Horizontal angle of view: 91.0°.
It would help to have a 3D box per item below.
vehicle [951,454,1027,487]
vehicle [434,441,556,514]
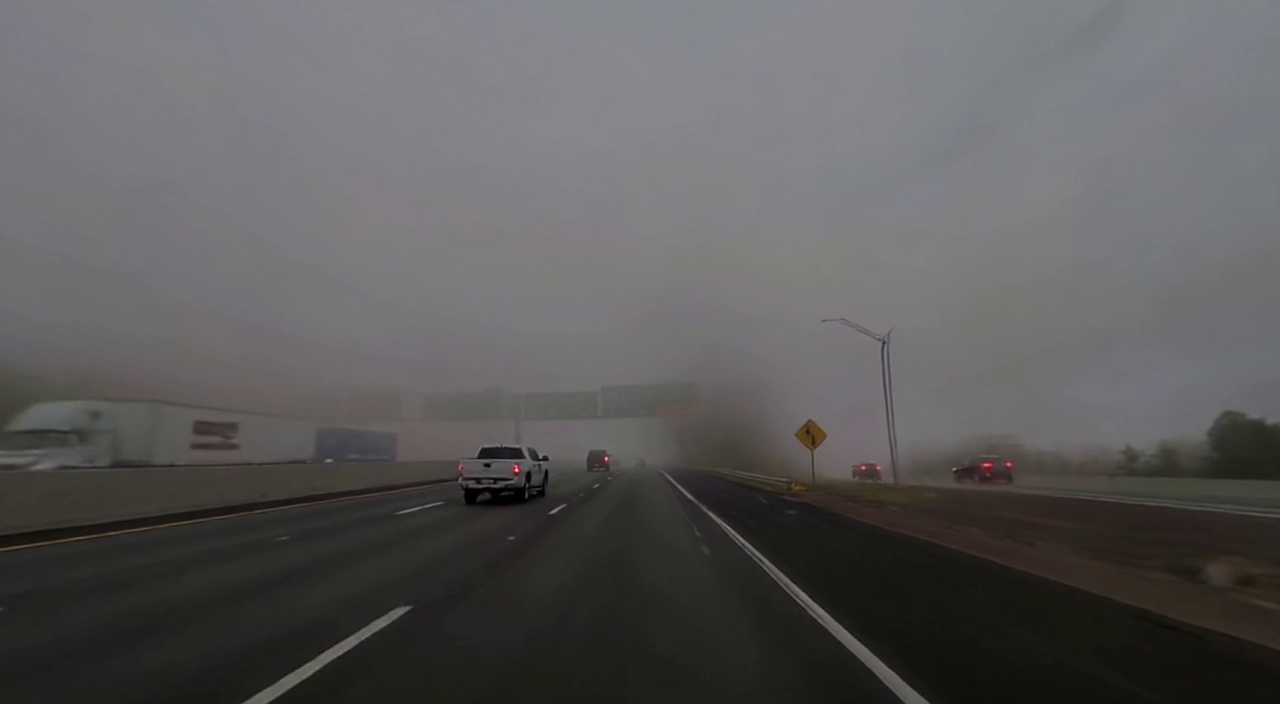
[{"bbox_3d":[21.182,7.194,38.514,2.033,1.794,5.116,-1,-9,5],"label":"vehicle"},{"bbox_3d":[-3.825,3.406,17.654,2.162,1.747,4.791,0,-9,1],"label":"vehicle"}]
